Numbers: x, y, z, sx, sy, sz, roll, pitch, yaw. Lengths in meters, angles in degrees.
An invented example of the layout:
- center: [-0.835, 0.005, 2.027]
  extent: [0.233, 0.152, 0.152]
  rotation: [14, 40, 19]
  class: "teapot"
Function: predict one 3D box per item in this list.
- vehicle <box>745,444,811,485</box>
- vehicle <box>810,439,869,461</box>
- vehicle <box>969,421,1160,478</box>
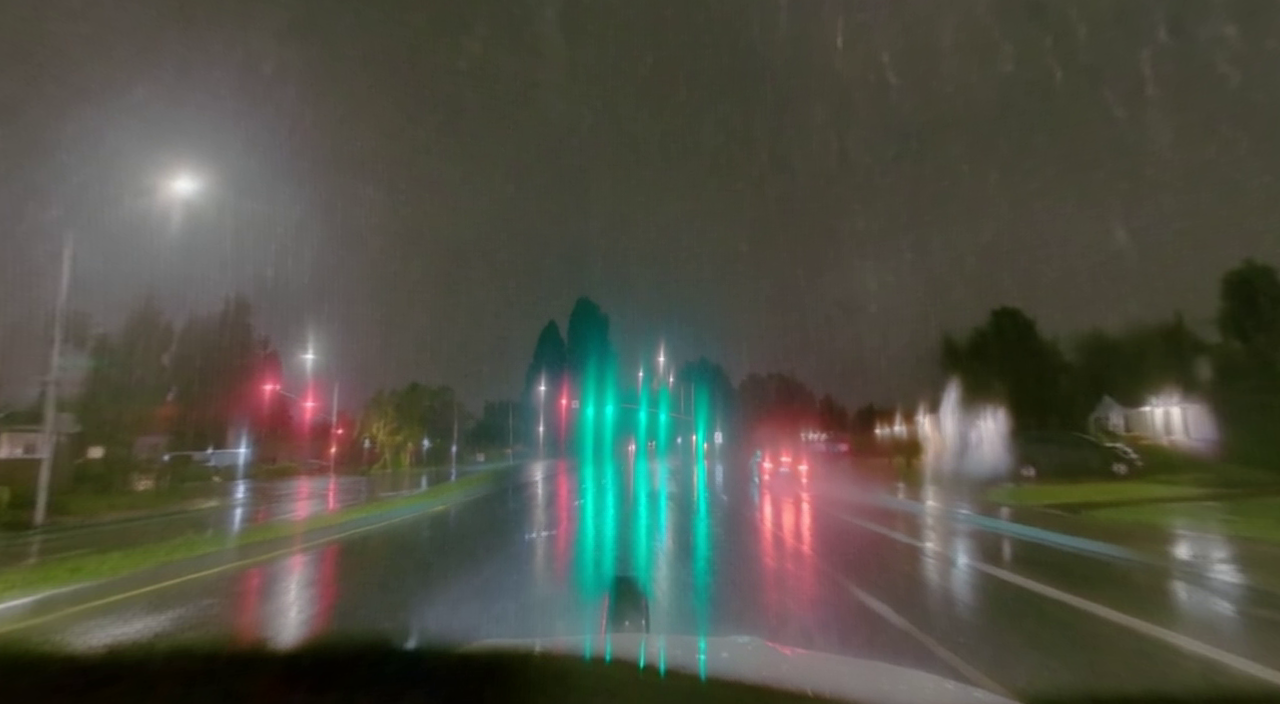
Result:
- center: [5.734, 4.710, 26.669]
  extent: [1.950, 1.567, 4.083]
  rotation: [0, -9, 1]
  class: "vehicle"
- center: [14.918, 7.346, 47.239]
  extent: [3.769, 1.598, 1.987]
  rotation: [0, -9, 2]
  class: "vehicle"
- center: [13.379, 3.115, 20.136]
  extent: [4.474, 1.710, 2.148]
  rotation: [0, -9, 1]
  class: "vehicle"
